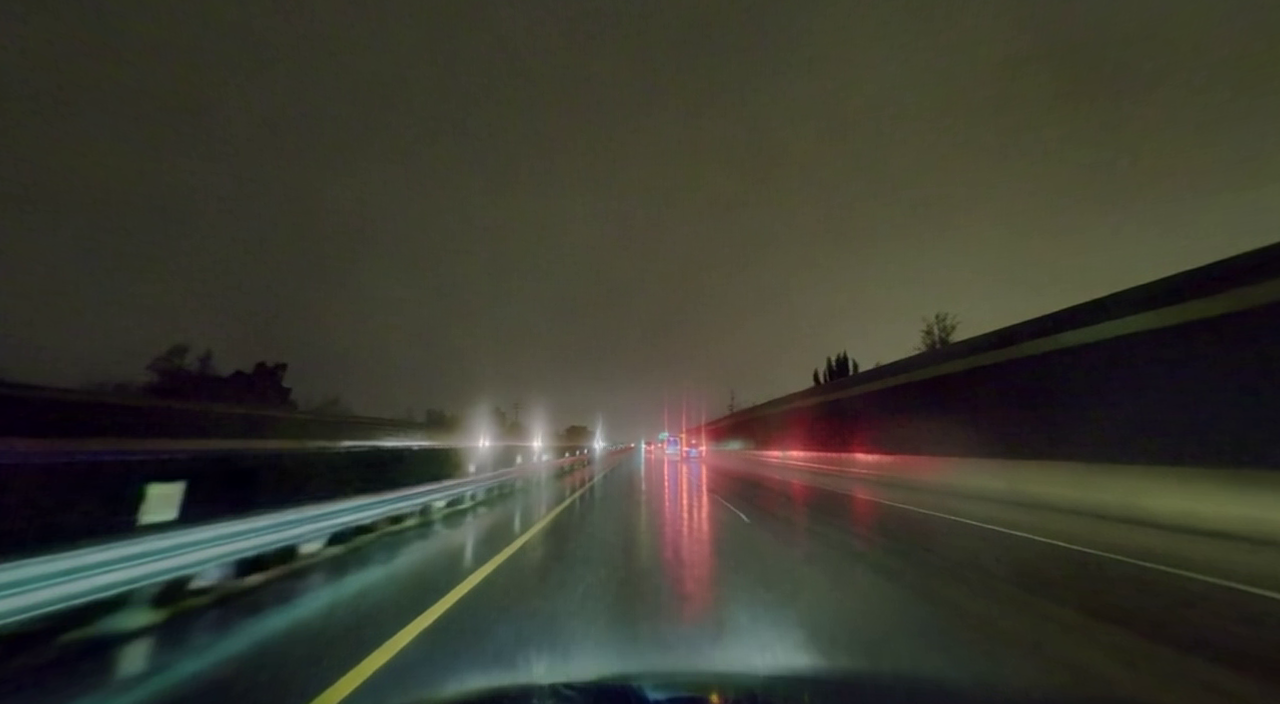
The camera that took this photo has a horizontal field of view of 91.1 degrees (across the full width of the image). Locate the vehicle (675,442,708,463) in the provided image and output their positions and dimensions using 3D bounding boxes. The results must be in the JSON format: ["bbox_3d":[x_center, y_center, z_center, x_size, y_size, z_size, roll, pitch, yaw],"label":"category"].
[{"bbox_3d":[3.817,7.547,47.305,2.044,1.527,4.658,0,-8,0],"label":"vehicle"}]
